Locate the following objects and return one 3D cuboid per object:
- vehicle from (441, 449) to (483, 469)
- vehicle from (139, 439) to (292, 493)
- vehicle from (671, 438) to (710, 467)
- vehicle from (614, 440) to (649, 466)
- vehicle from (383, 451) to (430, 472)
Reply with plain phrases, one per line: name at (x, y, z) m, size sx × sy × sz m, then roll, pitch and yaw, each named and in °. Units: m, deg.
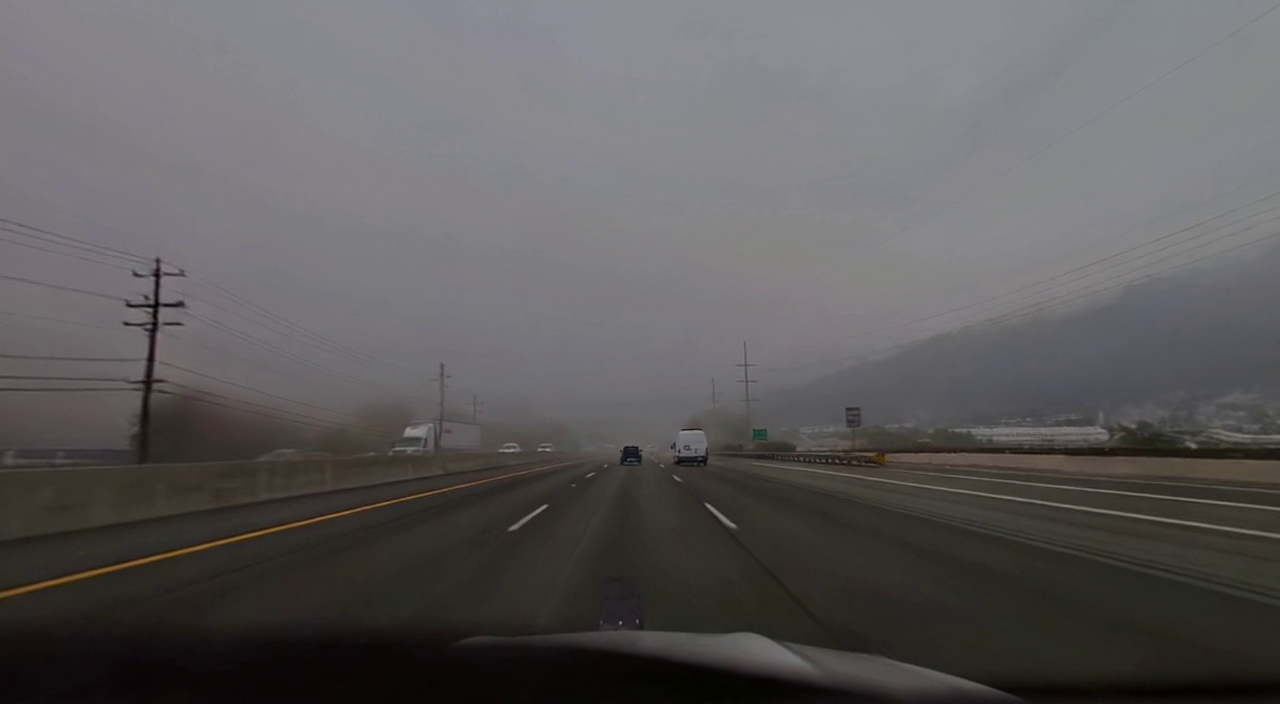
vehicle at (-13.935, 8.379, 49.609) m, size 1.878 × 1.462 × 4.573 m, roll 0°, pitch -9°, yaw 1°
vehicle at (-13.724, 3.700, 20.831) m, size 1.968 × 1.563 × 4.376 m, roll 0°, pitch -9°, yaw 0°
vehicle at (3.226, 6.568, 41.340) m, size 2.036 × 1.796 × 4.470 m, roll 0°, pitch -9°, yaw -2°
vehicle at (-0.610, 7.140, 44.725) m, size 2.325 × 1.712 × 4.592 m, roll 0°, pitch -9°, yaw -1°
vehicle at (-17.680, 8.286, 48.027) m, size 1.825 × 1.456 × 4.451 m, roll 0°, pitch -9°, yaw 0°
